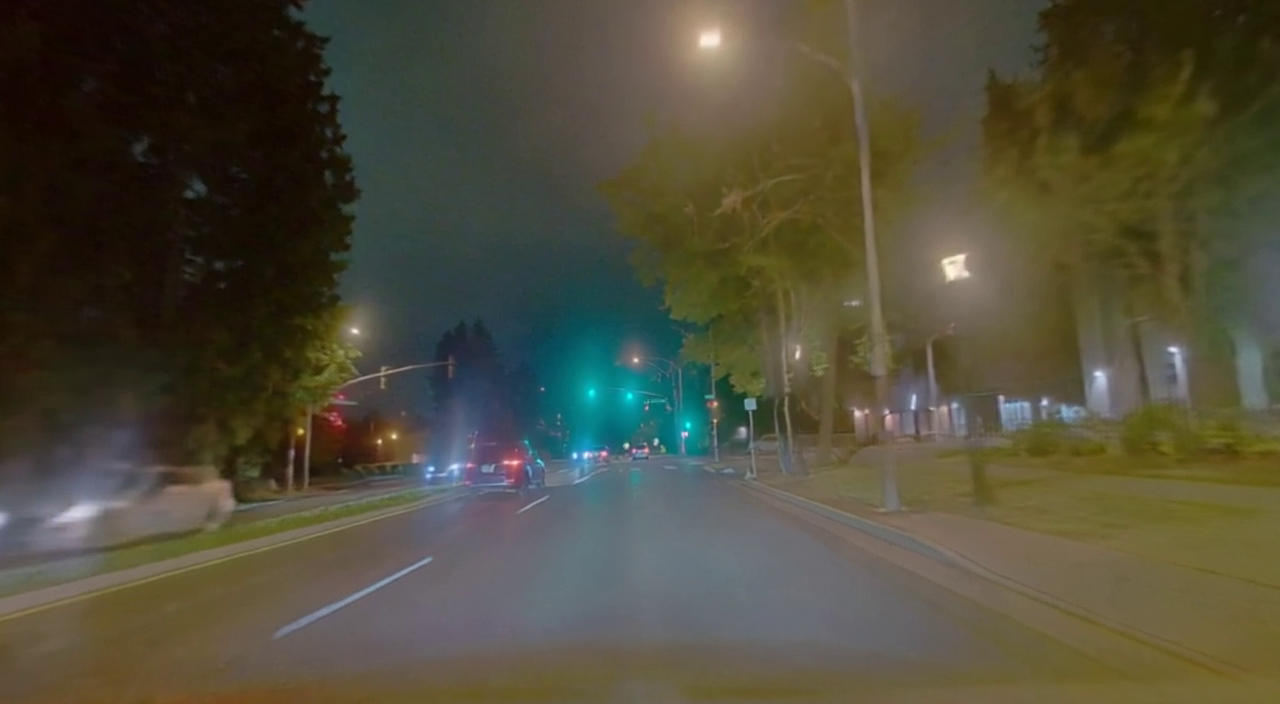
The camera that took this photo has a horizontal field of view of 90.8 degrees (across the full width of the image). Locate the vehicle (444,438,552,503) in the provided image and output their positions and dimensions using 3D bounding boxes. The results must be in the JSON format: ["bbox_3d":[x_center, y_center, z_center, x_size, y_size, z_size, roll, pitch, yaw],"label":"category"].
[{"bbox_3d":[-4.148,3.539,19.395,2.169,1.706,4.638,0,-8,1],"label":"vehicle"}]

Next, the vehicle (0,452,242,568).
[{"bbox_3d":[-10.761,2.955,12.719,2.149,1.802,5.007,-1,-9,1],"label":"vehicle"}]
